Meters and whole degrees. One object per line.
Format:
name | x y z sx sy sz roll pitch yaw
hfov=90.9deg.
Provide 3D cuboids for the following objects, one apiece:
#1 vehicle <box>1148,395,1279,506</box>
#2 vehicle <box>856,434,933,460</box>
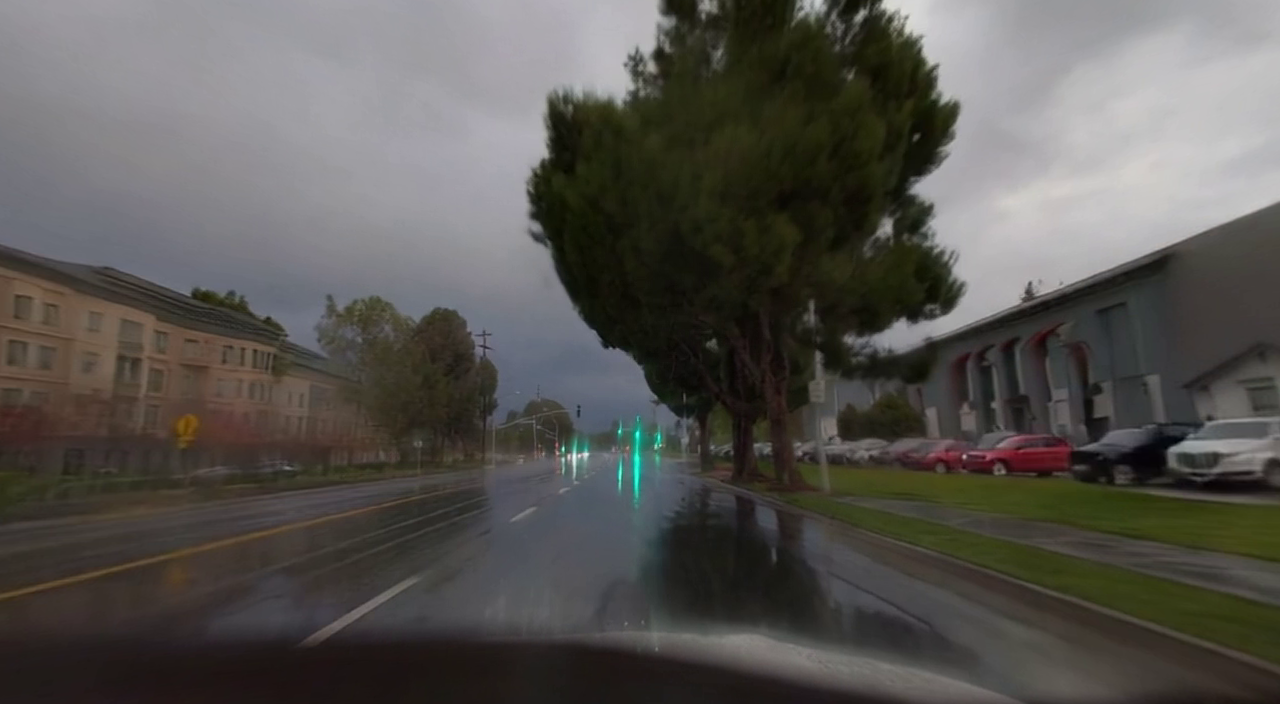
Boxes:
vehicle | 13.711 1.920 12.853 4.771 2.010 2.142 -1 -8 -2
vehicle | 18.021 6.760 44.726 4.653 1.782 2.042 2 -9 -15
